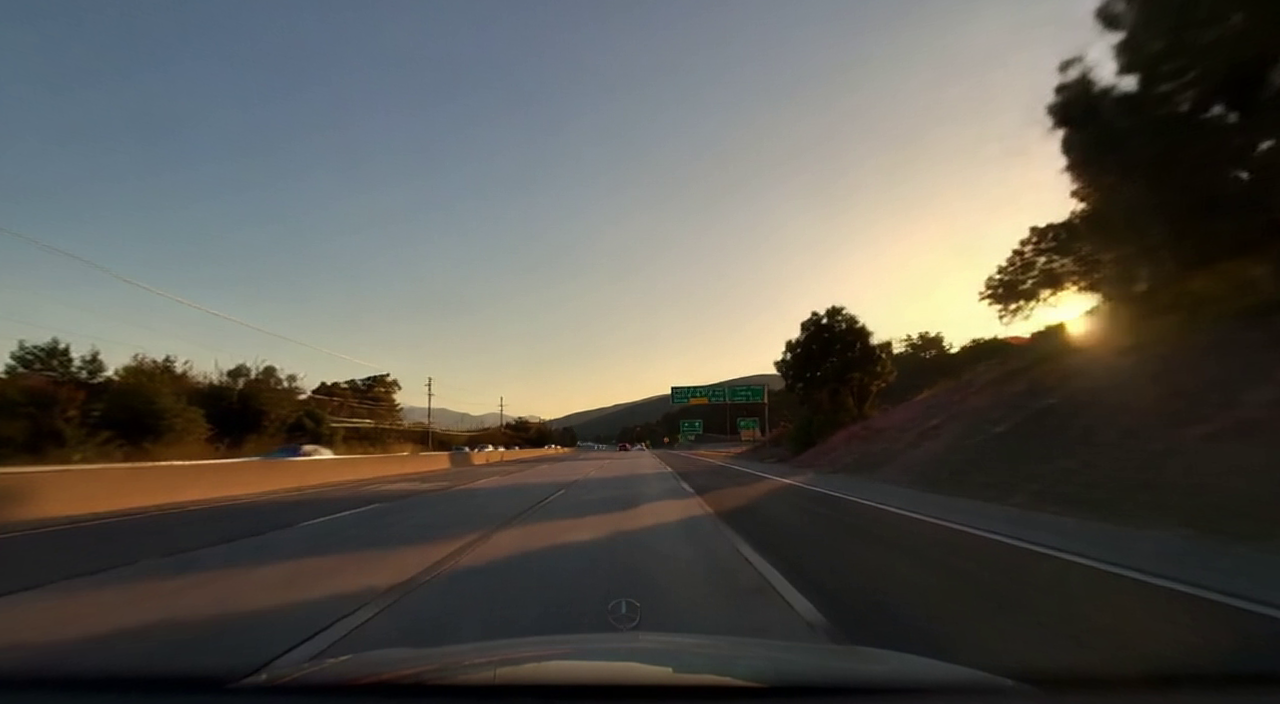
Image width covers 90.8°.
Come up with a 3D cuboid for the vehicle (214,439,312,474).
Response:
[{"bbox_3d":[-18.142,5.014,30.647,2.024,1.517,4.444,0,-8,0],"label":"vehicle"}]
